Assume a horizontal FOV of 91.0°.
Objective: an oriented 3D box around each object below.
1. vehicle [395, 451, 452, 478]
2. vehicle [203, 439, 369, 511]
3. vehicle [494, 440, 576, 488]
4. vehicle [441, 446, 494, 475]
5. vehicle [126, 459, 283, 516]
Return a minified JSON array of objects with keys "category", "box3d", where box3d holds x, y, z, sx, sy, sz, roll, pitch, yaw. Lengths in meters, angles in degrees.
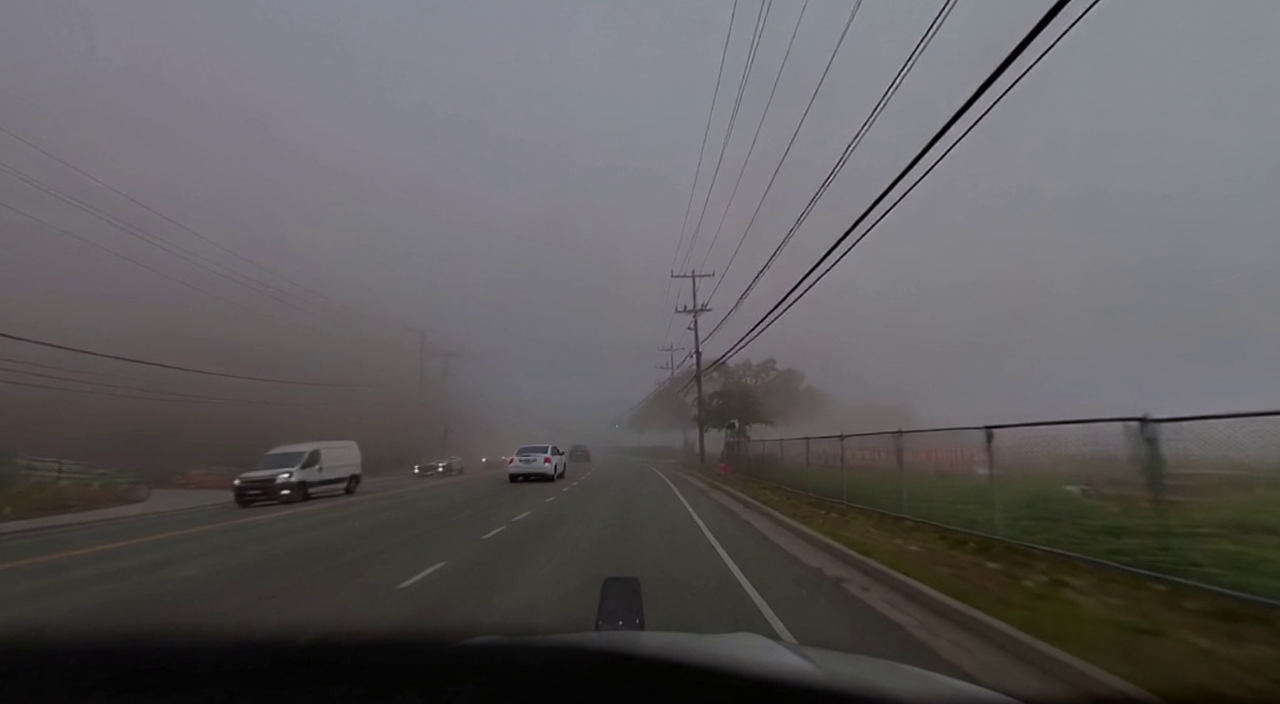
[{"category":"vehicle","box3d":[-14.003,7.289,41.031,2.034,1.631,4.845,1,-9,-1]},{"category":"vehicle","box3d":[-10.222,3.566,18.763,2.137,1.828,4.754,0,-9,0]},{"category":"vehicle","box3d":[-3.575,3.921,22.372,2.020,1.489,4.469,0,-9,2]},{"category":"vehicle","box3d":[-10.731,6.752,39.456,2.022,1.717,4.376,0,-9,1]},{"category":"vehicle","box3d":[-13.964,4.329,20.584,1.943,1.506,4.471,1,-9,-1]}]
